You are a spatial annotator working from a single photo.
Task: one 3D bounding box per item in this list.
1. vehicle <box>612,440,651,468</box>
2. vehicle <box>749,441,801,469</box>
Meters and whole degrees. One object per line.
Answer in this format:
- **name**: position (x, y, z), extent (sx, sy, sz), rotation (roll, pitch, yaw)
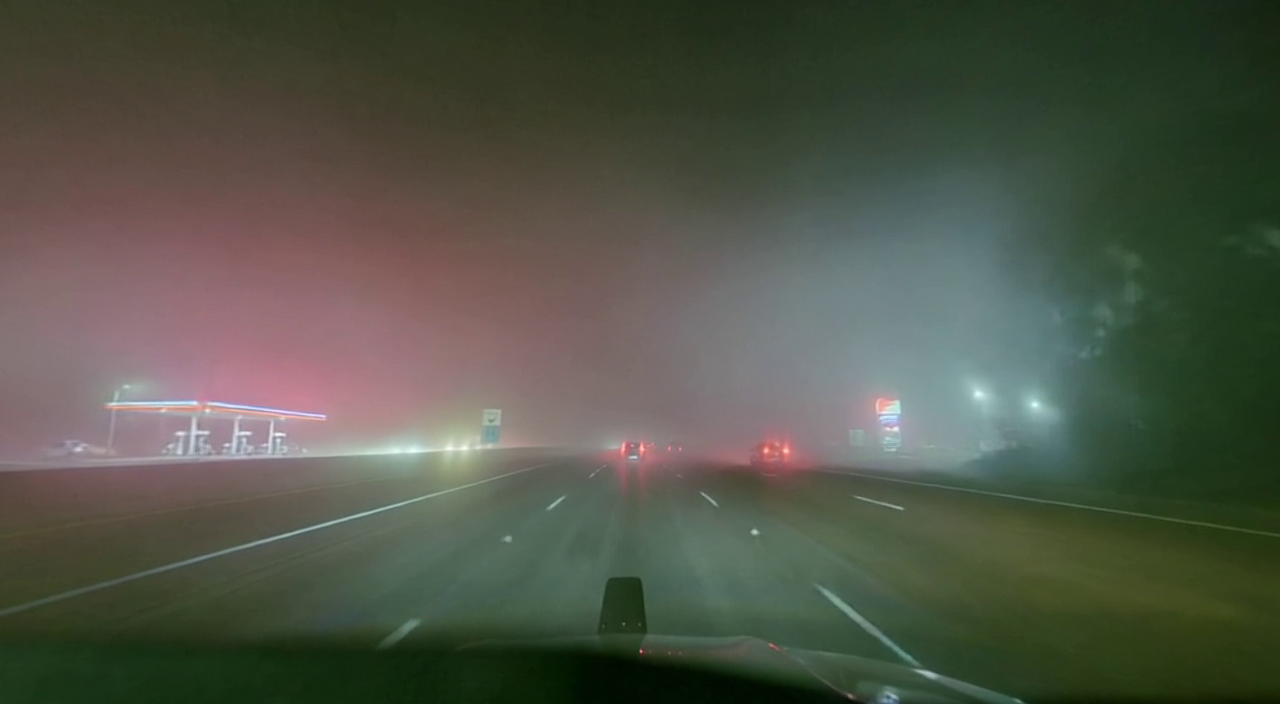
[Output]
- **vehicle**: position (-0.483, 5.684, 35.323), extent (1.999, 1.473, 4.351), rotation (0, -8, -1)
- **vehicle**: position (7.514, 5.740, 35.455), extent (1.867, 1.463, 4.295), rotation (0, -8, -1)
